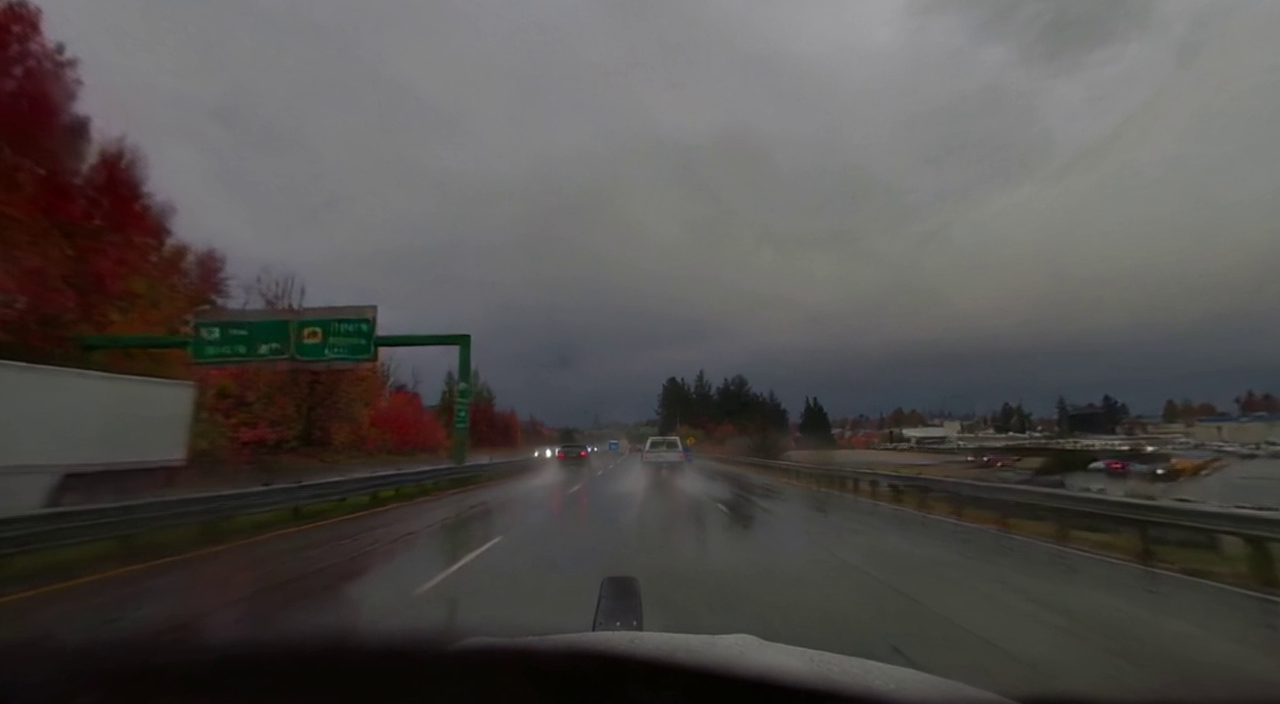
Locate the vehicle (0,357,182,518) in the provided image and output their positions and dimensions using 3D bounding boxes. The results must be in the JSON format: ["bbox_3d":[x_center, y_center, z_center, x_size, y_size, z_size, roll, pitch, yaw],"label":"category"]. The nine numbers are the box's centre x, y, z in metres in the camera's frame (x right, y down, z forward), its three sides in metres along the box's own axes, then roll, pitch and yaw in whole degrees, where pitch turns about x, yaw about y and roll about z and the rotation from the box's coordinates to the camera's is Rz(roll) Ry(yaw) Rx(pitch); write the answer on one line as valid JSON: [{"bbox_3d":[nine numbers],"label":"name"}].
[{"bbox_3d":[-17.446,1.990,14.625,2.907,3.969,14.102,0,-9,0],"label":"vehicle"}]

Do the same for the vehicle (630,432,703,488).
[{"bbox_3d":[0.805,3.686,21.626,2.250,1.718,4.358,0,-9,0],"label":"vehicle"}]

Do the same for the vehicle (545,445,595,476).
[{"bbox_3d":[-3.417,5.423,31.432,2.037,1.418,3.793,0,-9,1],"label":"vehicle"}]
